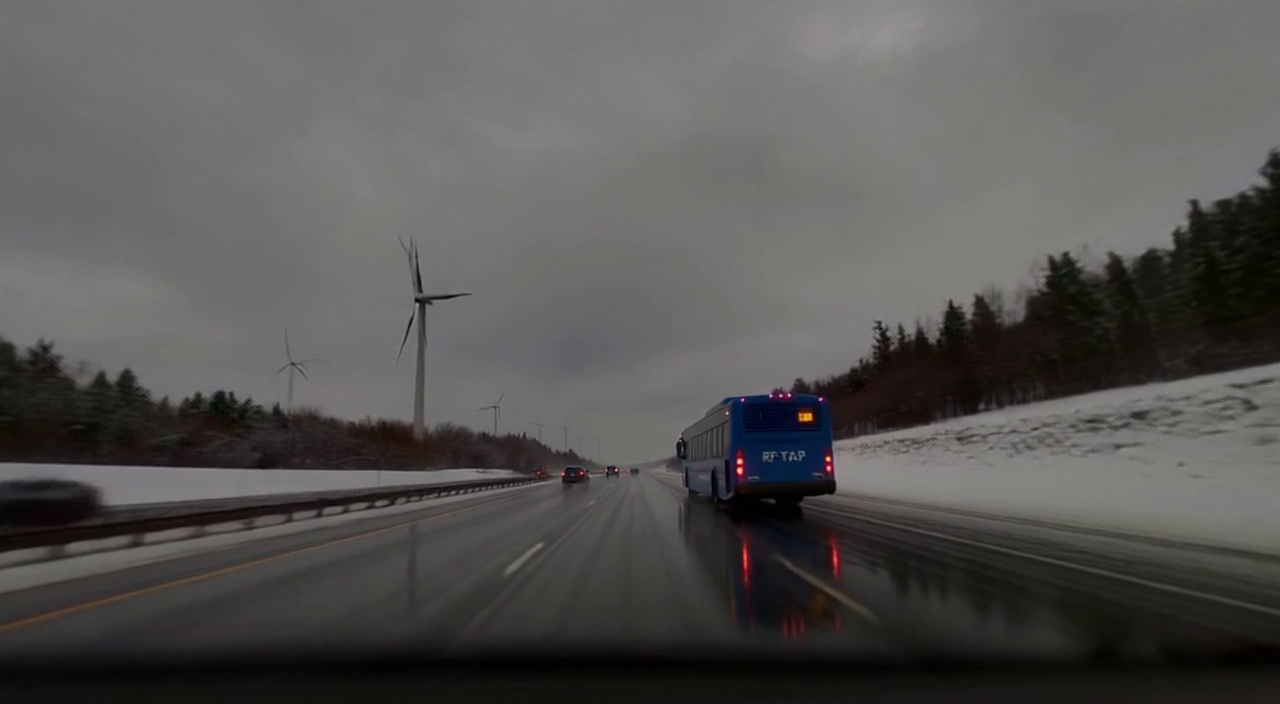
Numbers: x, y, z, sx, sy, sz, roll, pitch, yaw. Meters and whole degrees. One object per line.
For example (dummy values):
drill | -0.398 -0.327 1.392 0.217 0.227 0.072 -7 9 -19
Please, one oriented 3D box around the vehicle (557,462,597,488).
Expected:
vehicle | -4.039 8.001 41.130 2.213 1.568 4.274 1 -10 -1

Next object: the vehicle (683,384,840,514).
vehicle | 3.878 4.020 24.886 2.941 3.574 14.463 1 -10 -2

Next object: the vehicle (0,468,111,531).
vehicle | -15.050 3.506 15.254 1.609 1.355 3.242 1 -10 -1
